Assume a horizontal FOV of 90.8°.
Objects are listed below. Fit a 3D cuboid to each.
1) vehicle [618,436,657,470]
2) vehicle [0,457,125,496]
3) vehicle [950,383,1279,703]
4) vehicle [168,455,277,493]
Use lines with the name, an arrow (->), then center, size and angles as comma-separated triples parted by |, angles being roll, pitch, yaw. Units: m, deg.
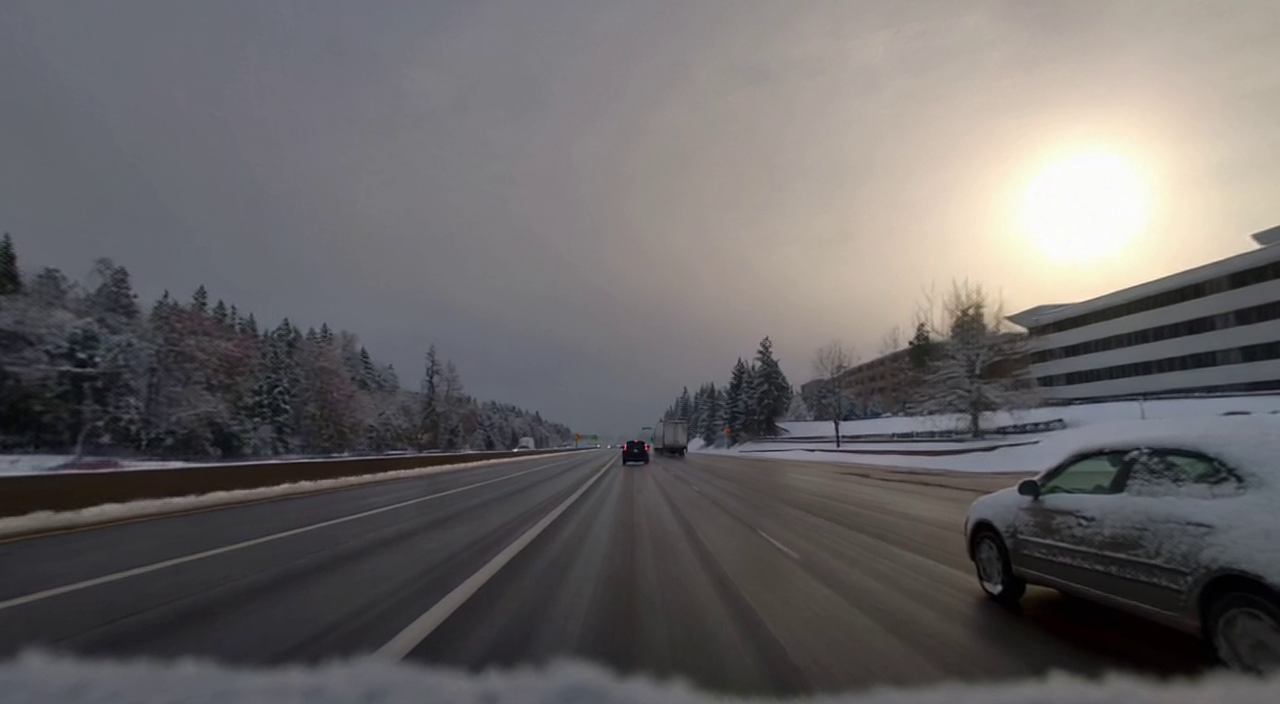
vehicle -> -0.172, 6.198, 38.875 | 2.297, 1.912, 4.355 | 0, -8, -1
vehicle -> -25.666, 5.426, 27.959 | 1.906, 1.490, 4.632 | 0, -8, -1
vehicle -> 3.841, 1.050, 3.552 | 1.950, 1.596, 4.326 | 0, -8, -1
vehicle -> -18.175, 5.308, 27.805 | 1.845, 1.436, 4.446 | 0, -8, -1
